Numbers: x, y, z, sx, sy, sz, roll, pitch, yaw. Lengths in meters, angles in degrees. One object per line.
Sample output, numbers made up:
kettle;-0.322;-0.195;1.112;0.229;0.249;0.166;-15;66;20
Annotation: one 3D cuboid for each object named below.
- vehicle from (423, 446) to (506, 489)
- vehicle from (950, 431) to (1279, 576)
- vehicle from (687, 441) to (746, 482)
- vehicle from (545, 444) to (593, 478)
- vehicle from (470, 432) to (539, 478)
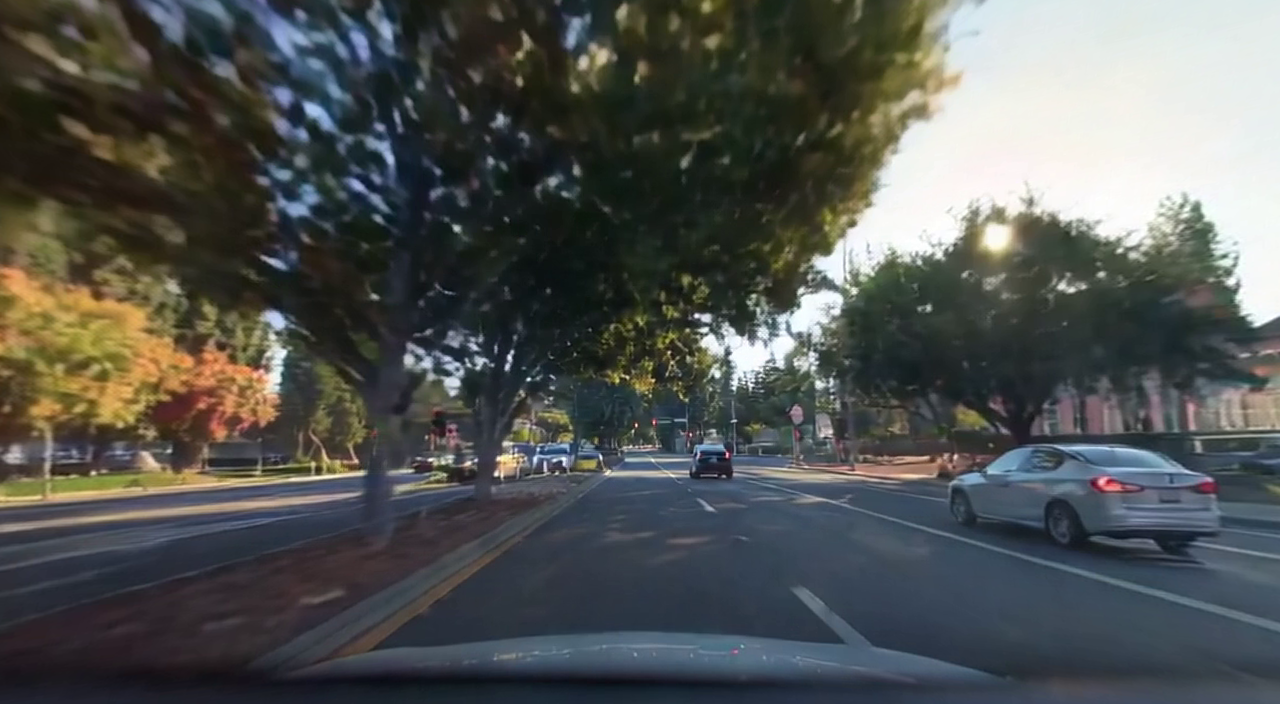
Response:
vehicle;-6.650;4.398;24.439;1.970;1.483;4.269;0;-9;0
vehicle;6.730;2.052;9.386;2.000;1.618;4.238;0;-9;-1
vehicle;3.504;5.127;29.923;2.095;1.759;4.862;0;-9;-1
vehicle;-3.581;5.584;32.516;1.948;1.595;4.256;0;-9;0
vehicle;-6.718;5.213;32.114;2.141;2.111;5.940;0;-9;0
